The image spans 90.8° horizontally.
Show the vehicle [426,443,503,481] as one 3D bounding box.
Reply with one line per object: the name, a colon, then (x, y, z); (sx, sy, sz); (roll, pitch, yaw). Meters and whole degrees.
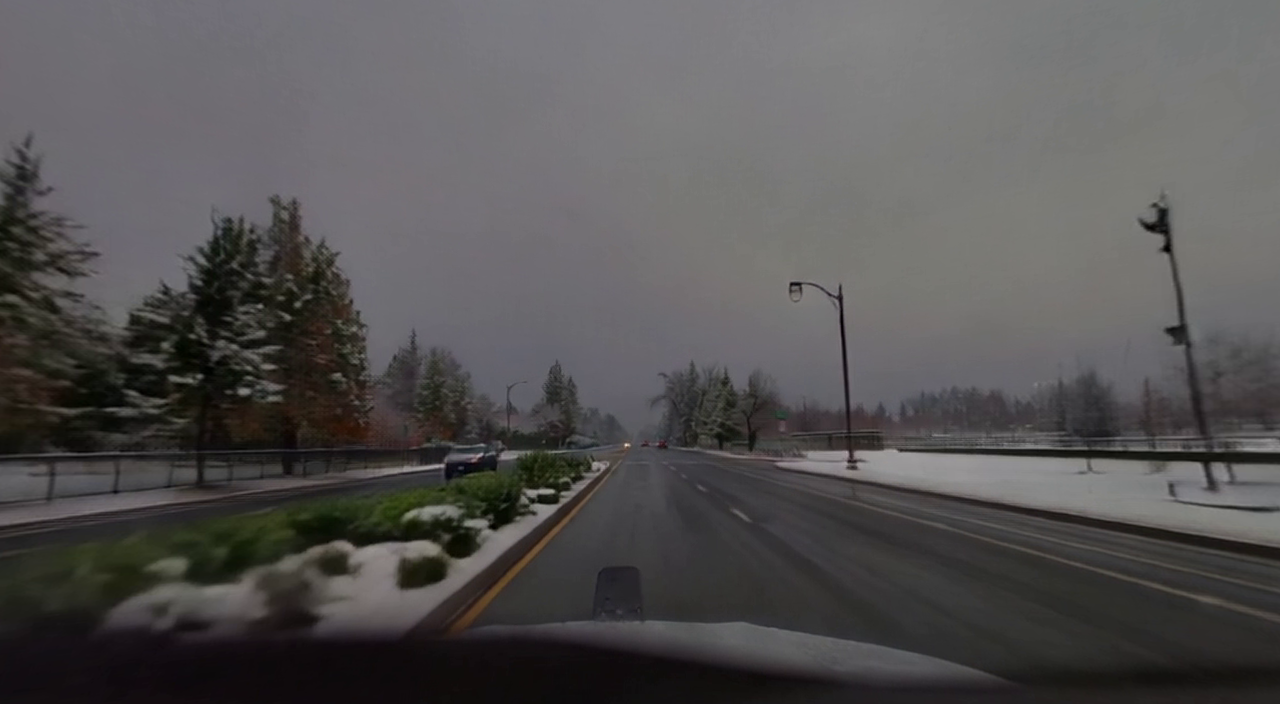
vehicle: (-7.543, 4.762, 27.655); (2.055, 1.478, 4.842); (0, -8, -1)
